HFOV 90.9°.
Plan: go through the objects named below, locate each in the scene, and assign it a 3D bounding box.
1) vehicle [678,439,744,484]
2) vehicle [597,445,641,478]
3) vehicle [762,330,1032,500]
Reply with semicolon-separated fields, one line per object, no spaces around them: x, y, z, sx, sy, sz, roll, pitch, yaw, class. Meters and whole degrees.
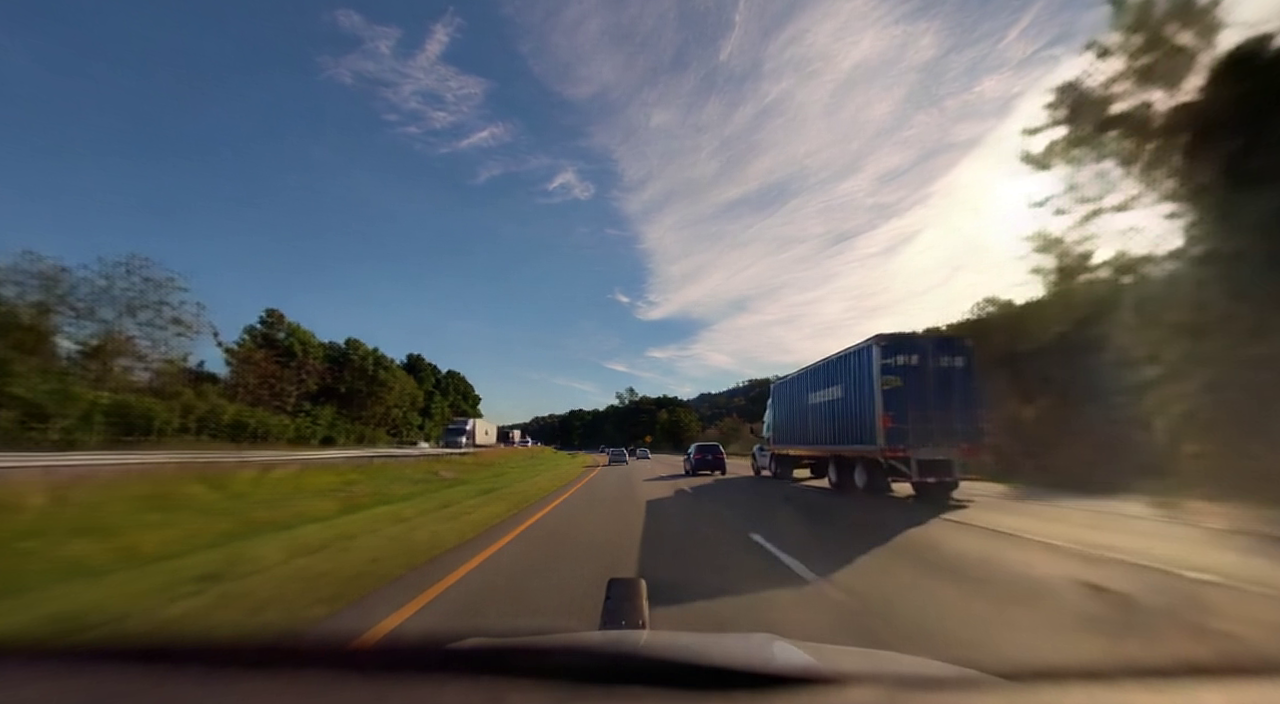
2.717;4.327;25.138;2.013;1.623;3.916;0;-9;-2;vehicle
-1.049;5.434;31.546;2.050;1.534;3.771;0;-9;-2;vehicle
7.414;2.548;21.966;2.965;3.990;14.227;0;-9;-2;vehicle
